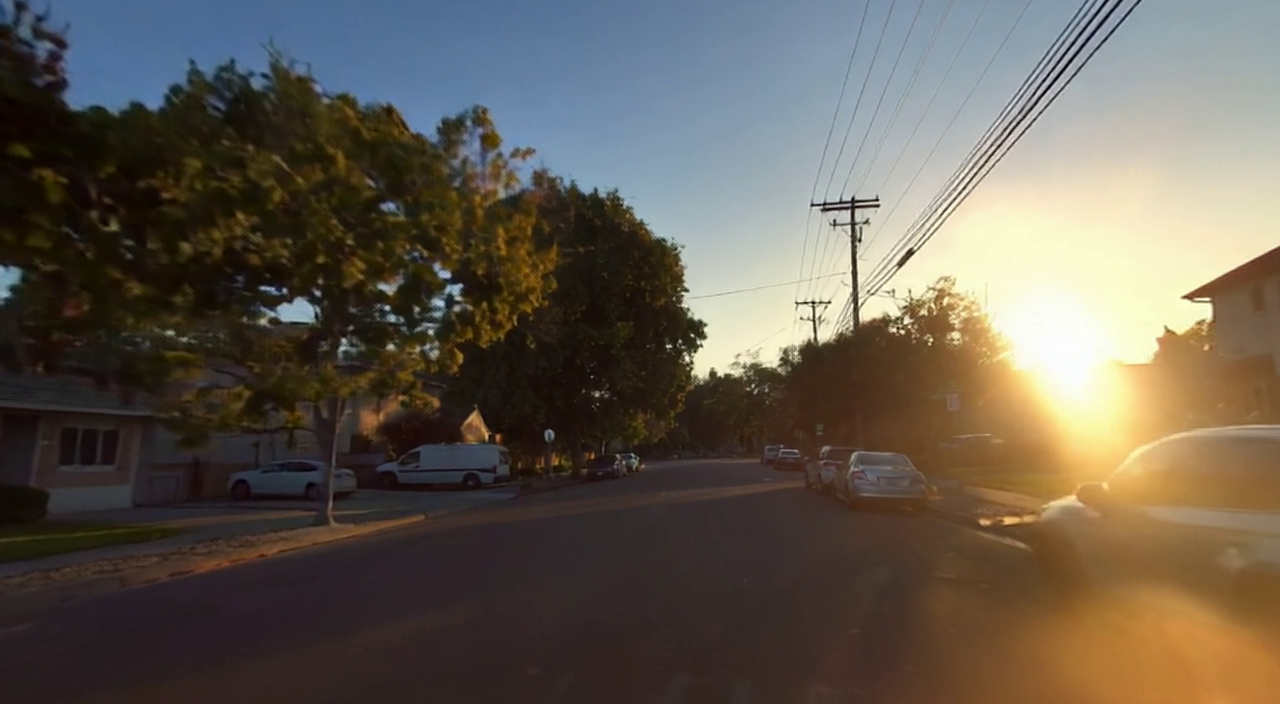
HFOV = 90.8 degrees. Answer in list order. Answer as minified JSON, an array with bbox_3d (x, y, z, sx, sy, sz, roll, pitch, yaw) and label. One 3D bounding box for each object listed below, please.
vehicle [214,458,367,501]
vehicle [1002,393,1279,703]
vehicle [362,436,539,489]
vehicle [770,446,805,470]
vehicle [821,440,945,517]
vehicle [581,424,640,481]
[{"bbox_3d":[-12.340,4.505,22.460,4.481,1.420,1.712,-1,-9,6],"label":"vehicle"},{"bbox_3d":[3.623,1.094,3.360,1.908,1.572,3.105,-2,-9,10],"label":"vehicle"},{"bbox_3d":[-7.661,4.496,25.908,6.488,2.009,2.354,-2,-9,9],"label":"vehicle"},{"bbox_3d":[9.472,6.810,40.740,1.743,1.440,3.732,-1,-9,7],"label":"vehicle"},{"bbox_3d":[5.233,2.735,14.133,1.845,1.453,3.792,-2,-9,10],"label":"vehicle"},{"bbox_3d":[-1.541,5.638,35.655,2.199,2.902,5.848,-2,-9,9],"label":"vehicle"}]
